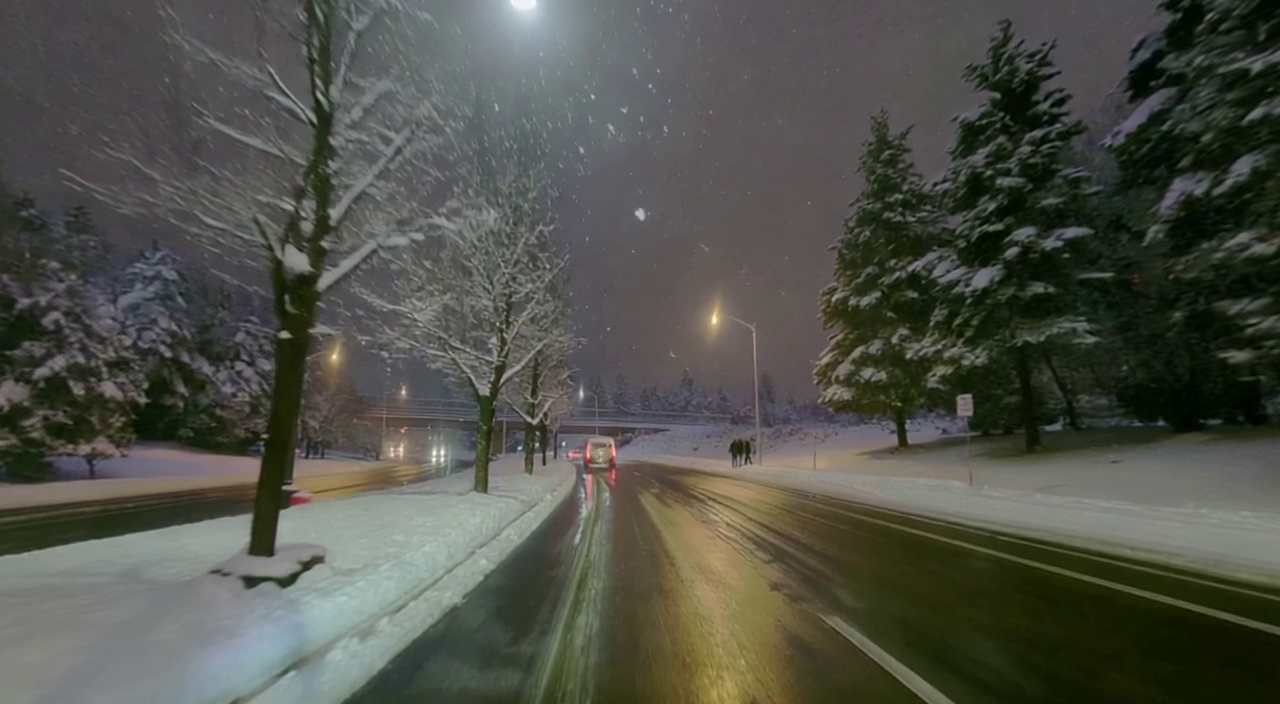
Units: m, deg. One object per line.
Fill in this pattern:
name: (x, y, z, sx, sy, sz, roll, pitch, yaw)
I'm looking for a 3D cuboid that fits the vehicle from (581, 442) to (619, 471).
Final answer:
vehicle: (-2.591, 6.638, 40.270, 2.184, 1.713, 4.231, 1, -9, -6)
